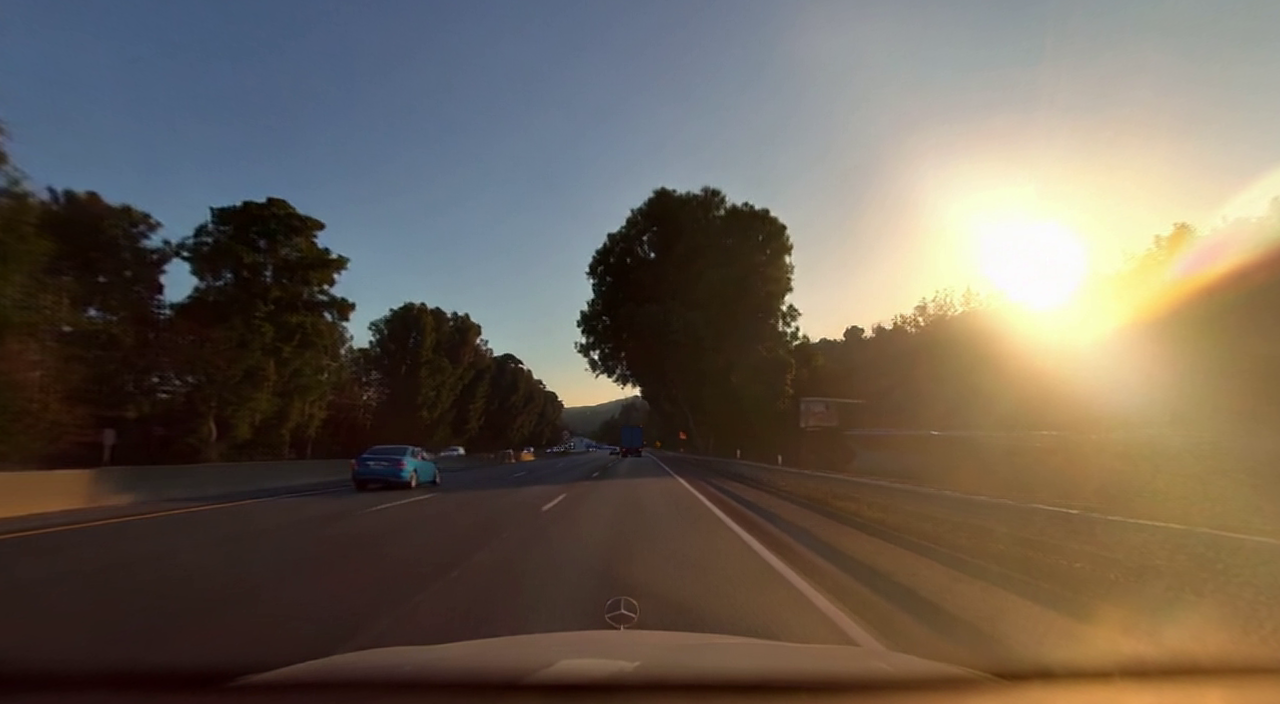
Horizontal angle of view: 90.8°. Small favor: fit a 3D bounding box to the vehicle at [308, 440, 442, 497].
[{"bbox_3d":[-7.922,3.504,19.457,2.155,1.504,4.490,0,-8,0],"label":"vehicle"}]
